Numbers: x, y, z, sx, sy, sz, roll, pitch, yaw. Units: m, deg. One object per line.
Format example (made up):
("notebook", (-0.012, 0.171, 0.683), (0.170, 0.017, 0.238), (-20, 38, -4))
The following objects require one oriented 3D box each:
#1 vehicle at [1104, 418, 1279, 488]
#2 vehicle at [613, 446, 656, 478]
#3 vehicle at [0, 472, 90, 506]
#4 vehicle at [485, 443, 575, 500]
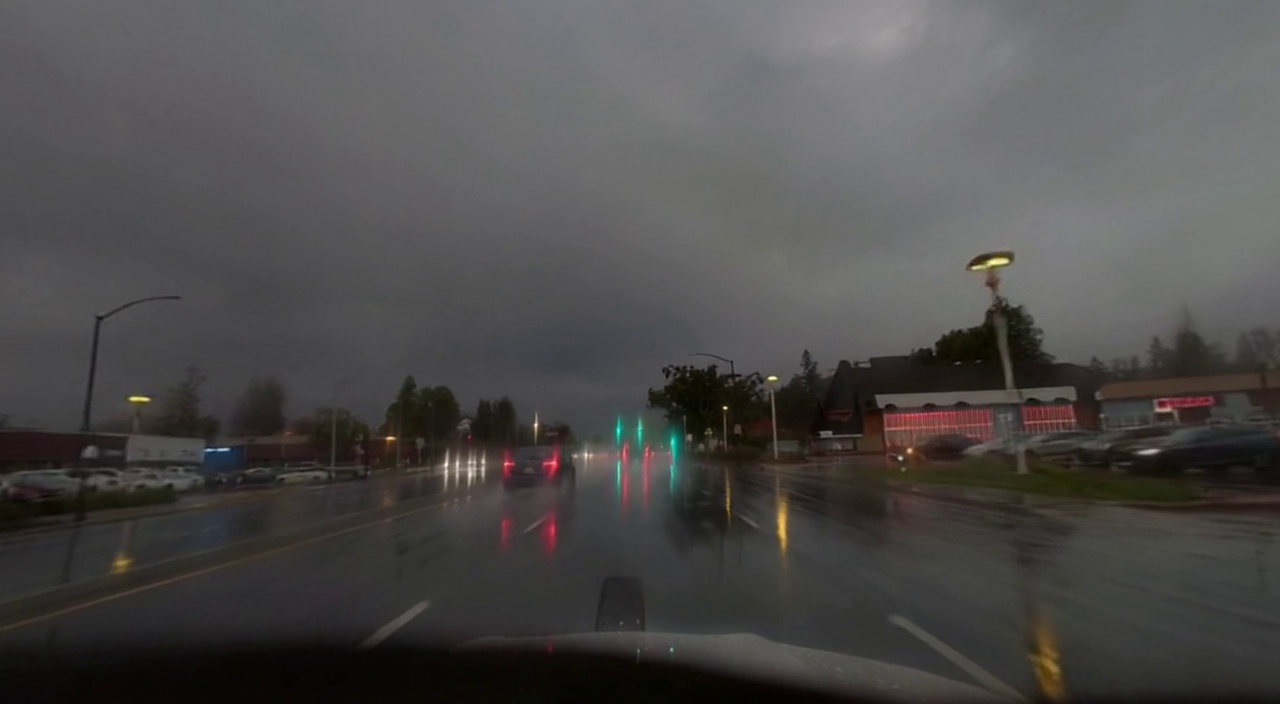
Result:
("vehicle", (14.080, 2.358, 14.822), (4.630, 1.497, 2.016), (-1, -9, 1))
("vehicle", (-0.273, 5.457, 31.385), (2.019, 1.459, 4.005), (0, -9, -1))
("vehicle", (-30.561, 6.765, 31.232), (4.598, 1.511, 2.041), (-1, -9, 1))
("vehicle", (-3.205, 3.573, 19.221), (1.939, 1.496, 4.309), (0, -9, 0))
